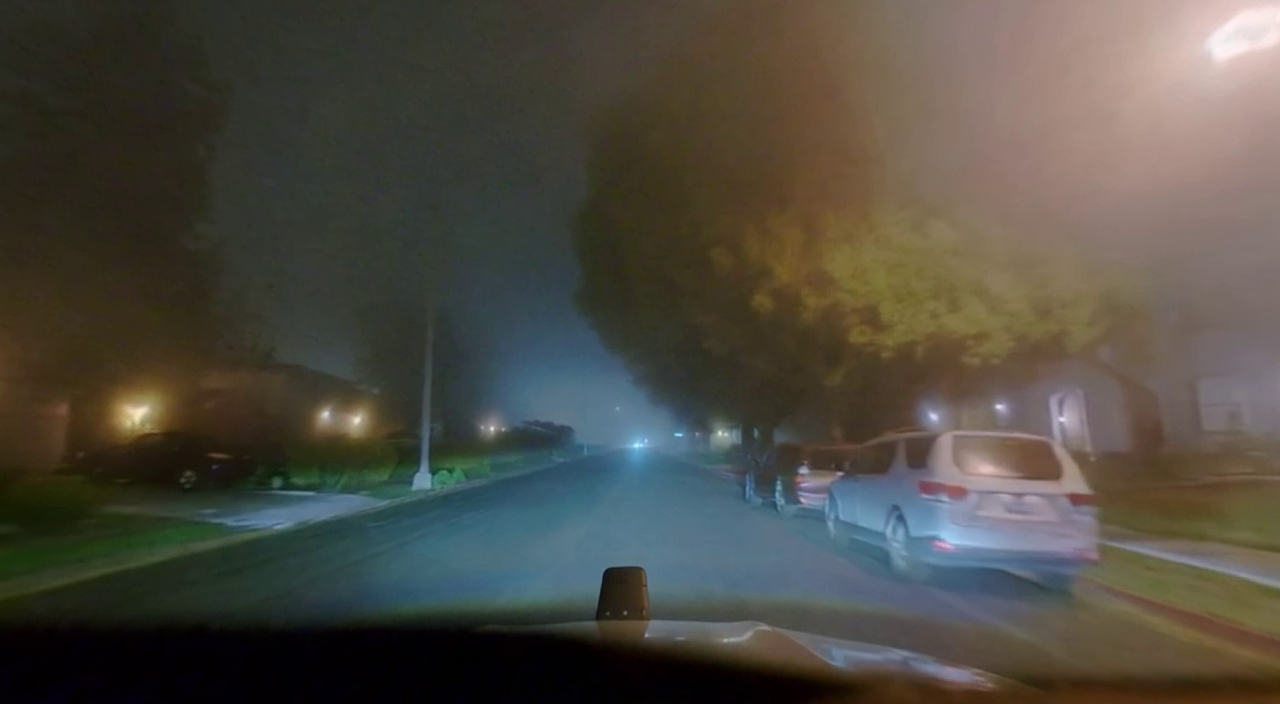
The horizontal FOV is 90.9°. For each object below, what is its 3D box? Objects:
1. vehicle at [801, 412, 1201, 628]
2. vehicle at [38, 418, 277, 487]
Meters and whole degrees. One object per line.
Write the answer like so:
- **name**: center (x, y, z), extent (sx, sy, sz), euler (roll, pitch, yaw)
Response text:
- **vehicle**: center (3.570, 1.724, 7.549), extent (2.046, 1.760, 4.570), euler (0, -8, 0)
- **vehicle**: center (-12.773, 2.670, 16.890), extent (4.906, 1.564, 1.988), euler (1, -8, 6)
